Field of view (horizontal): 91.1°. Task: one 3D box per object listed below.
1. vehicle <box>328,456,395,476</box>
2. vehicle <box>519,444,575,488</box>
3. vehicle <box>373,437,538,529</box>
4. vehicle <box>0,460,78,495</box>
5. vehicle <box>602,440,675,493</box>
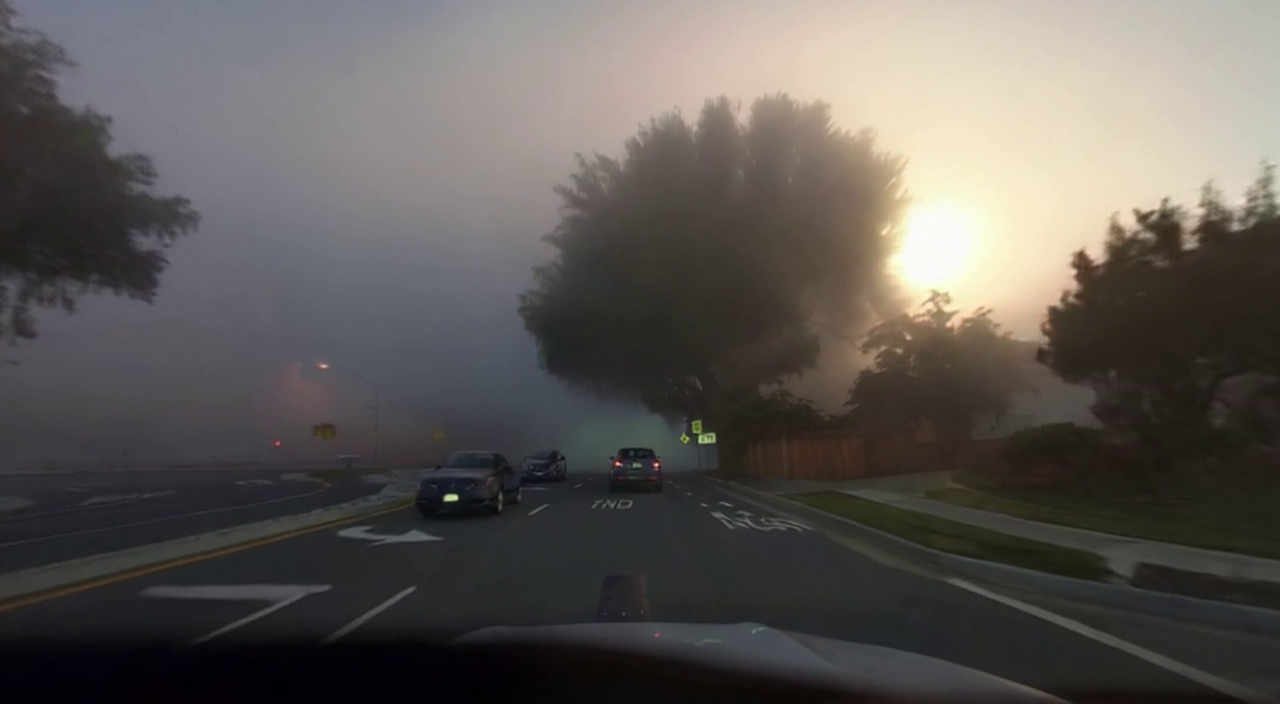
[{"bbox_3d":[-21.599,8.824,48.715,4.197,1.447,2.071,-1,-9,9],"label":"vehicle"},{"bbox_3d":[-3.536,4.401,24.527,1.986,1.561,3.805,1,-9,-6],"label":"vehicle"},{"bbox_3d":[-3.797,2.752,14.058,2.067,1.546,4.988,2,-7,1],"label":"vehicle"},{"bbox_3d":[-32.019,6.340,31.762,4.724,1.597,2.191,2,-9,-14],"label":"vehicle"},{"bbox_3d":[-0.135,3.902,21.798,2.290,1.653,4.127,0,-9,-2],"label":"vehicle"}]
